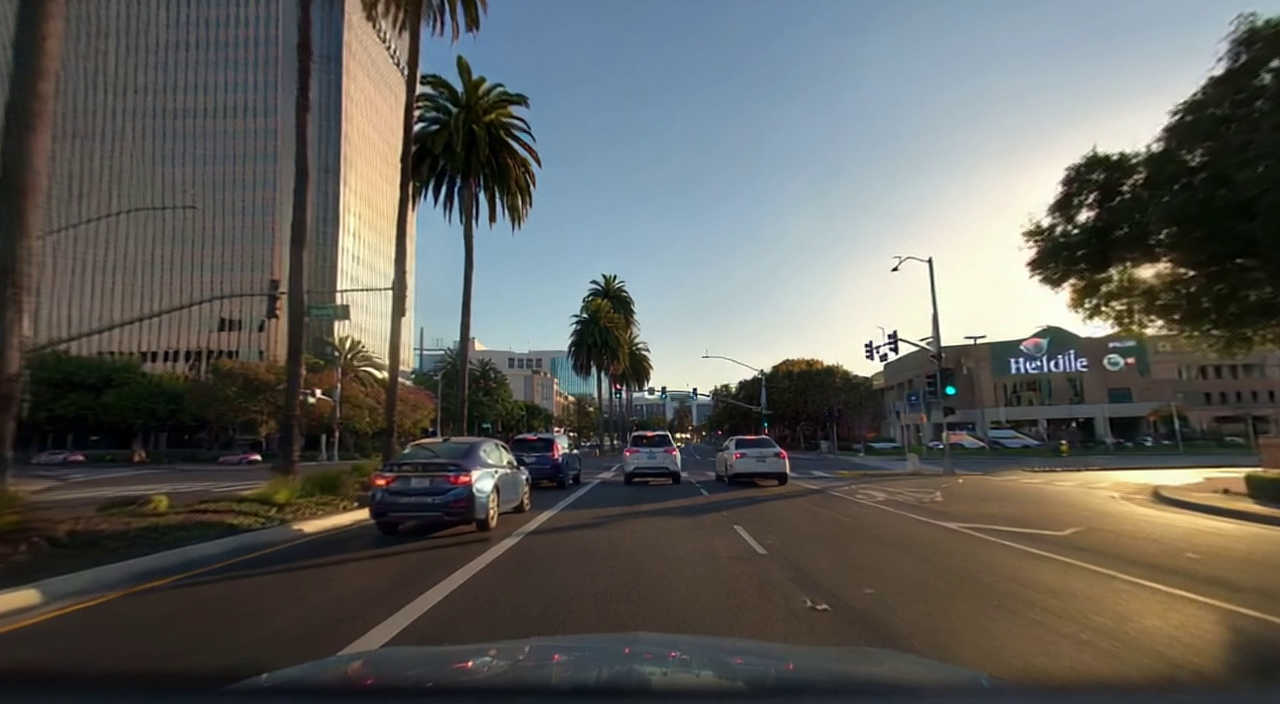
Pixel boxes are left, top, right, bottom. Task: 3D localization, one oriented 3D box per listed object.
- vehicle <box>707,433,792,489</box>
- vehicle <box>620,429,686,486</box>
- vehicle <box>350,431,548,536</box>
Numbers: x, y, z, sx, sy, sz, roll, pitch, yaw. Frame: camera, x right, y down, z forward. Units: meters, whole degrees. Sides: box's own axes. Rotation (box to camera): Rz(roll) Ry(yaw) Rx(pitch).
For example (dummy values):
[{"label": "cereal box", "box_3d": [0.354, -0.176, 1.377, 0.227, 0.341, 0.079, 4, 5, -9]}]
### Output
[{"label": "vehicle", "box_3d": [3.347, 3.429, 20.123, 1.936, 1.567, 3.896, 0, -9, -1]}, {"label": "vehicle", "box_3d": [0.433, 3.605, 21.754, 2.060, 1.730, 4.257, 0, -9, 1]}, {"label": "vehicle", "box_3d": [-3.063, 2.228, 11.353, 1.962, 1.480, 4.605, -1, -9, 2]}]
